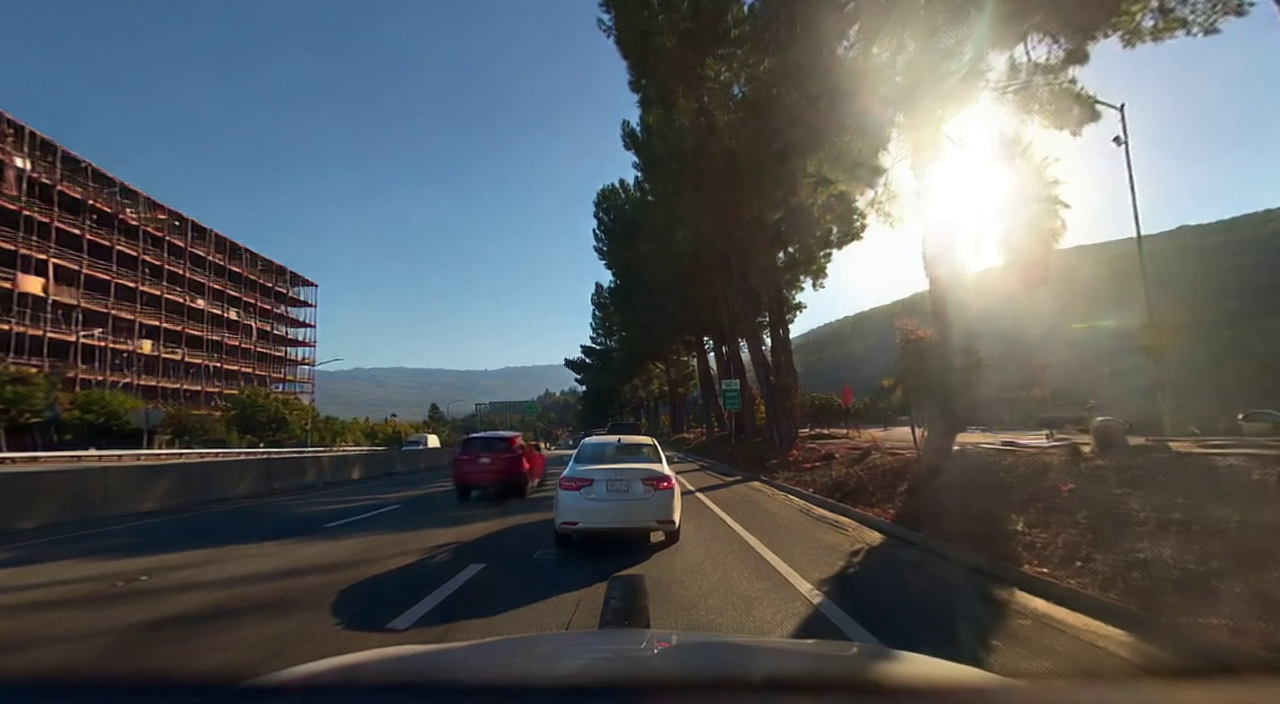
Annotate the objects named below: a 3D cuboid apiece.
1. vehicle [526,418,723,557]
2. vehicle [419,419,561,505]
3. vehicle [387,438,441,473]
[{"bbox_3d":[-0.176,1.767,8.895,2.112,1.482,4.076,0,-8,0],"label":"vehicle"},{"bbox_3d":[-3.226,2.479,14.583,2.139,1.680,4.344,0,-8,1],"label":"vehicle"},{"bbox_3d":[-10.483,4.733,29.076,2.072,1.465,4.394,3,-9,-22],"label":"vehicle"}]
